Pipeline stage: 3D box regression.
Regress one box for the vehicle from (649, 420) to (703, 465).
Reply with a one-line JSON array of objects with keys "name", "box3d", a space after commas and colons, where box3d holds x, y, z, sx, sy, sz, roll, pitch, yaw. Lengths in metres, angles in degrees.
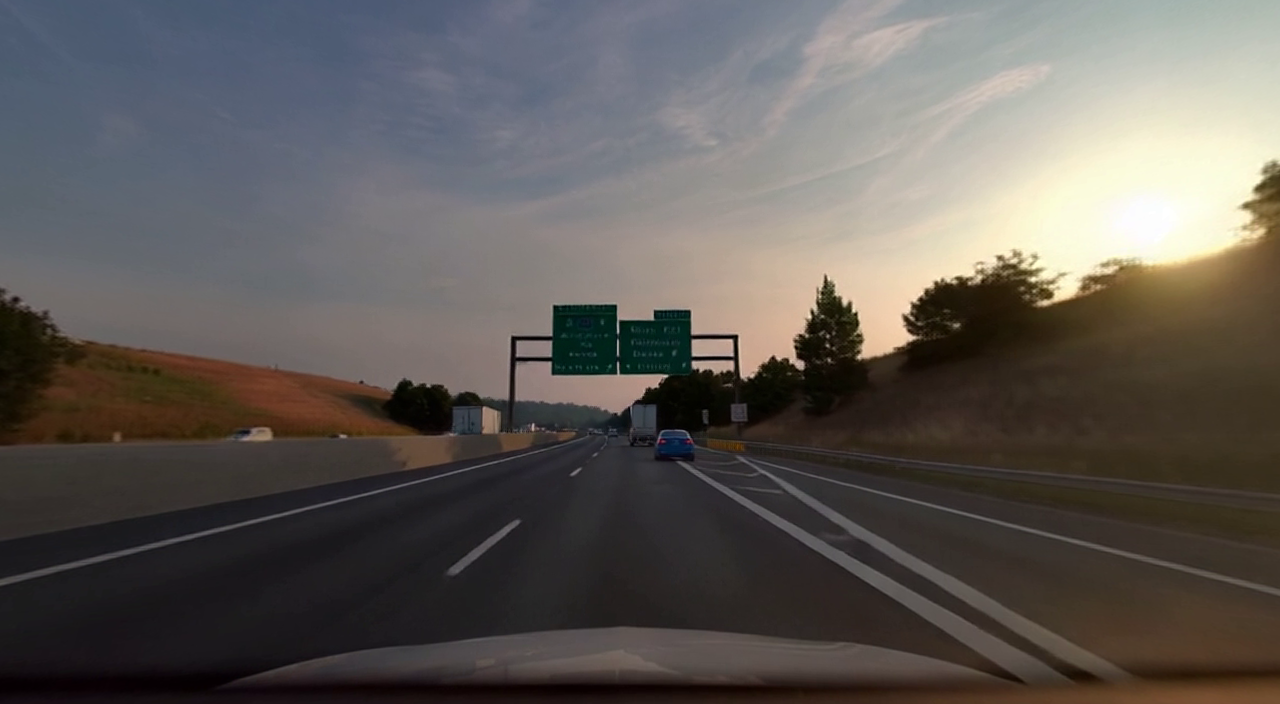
[{"name": "vehicle", "box3d": [1.584, 4.173, 29.201, 2.076, 1.914, 4.287, 0, -8, -2]}]
